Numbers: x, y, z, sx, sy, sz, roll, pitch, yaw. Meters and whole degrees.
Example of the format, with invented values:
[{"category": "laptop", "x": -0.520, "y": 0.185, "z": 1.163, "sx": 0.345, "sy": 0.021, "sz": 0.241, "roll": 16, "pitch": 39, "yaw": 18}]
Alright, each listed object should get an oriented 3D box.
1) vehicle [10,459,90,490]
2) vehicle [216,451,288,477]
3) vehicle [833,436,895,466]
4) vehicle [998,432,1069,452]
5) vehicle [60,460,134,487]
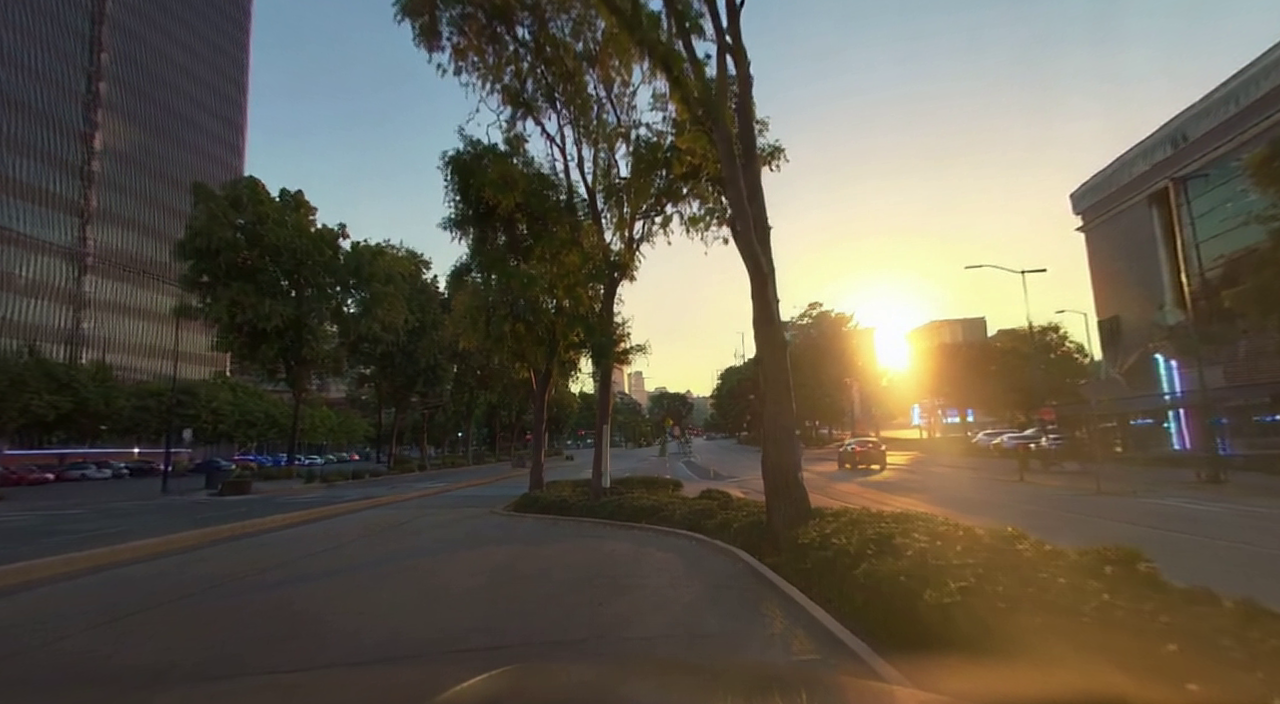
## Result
[{"category": "vehicle", "x": -33.973, "y": 6.989, "z": 36.329, "sx": 5.124, "sy": 1.541, "sz": 2.121, "roll": -6, "pitch": -10, "yaw": 33}, {"category": "vehicle", "x": -28.214, "y": 8.058, "z": 45.848, "sx": 5.483, "sy": 1.719, "sz": 2.112, "roll": -5, "pitch": -10, "yaw": 32}, {"category": "vehicle", "x": 13.088, "y": 5.805, "z": 37.241, "sx": 2.100, "sy": 1.638, "sz": 4.545, "roll": 0, "pitch": -9, "yaw": 2}, {"category": "vehicle", "x": 28.204, "y": 6.485, "z": 45.366, "sx": 3.839, "sy": 1.386, "sz": 1.816, "roll": -1, "pitch": -9, "yaw": 6}, {"category": "vehicle", "x": -34.524, "y": 7.674, "z": 40.132, "sx": 4.416, "sy": 1.541, "sz": 2.102, "roll": -5, "pitch": -10, "yaw": 30}]
